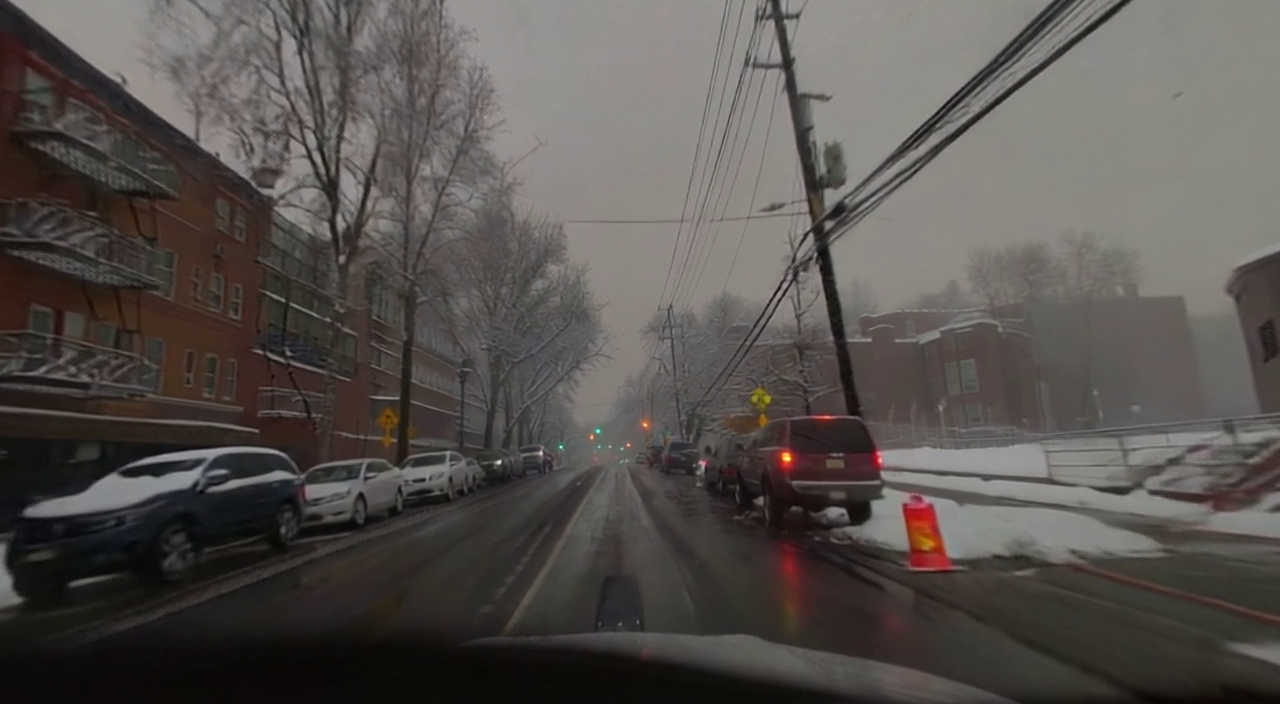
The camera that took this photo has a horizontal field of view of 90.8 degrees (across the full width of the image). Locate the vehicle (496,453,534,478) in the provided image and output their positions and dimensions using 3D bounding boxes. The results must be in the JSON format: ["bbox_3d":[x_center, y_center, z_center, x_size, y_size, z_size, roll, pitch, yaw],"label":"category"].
[{"bbox_3d":[-8.246,7.534,42.151,1.968,1.450,4.271,0,-9,-4],"label":"vehicle"}]

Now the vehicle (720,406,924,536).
[{"bbox_3d":[2.927,2.249,11.430,1.994,1.857,4.393,1,-14,-5],"label":"vehicle"}]

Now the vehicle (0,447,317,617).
[{"bbox_3d":[-6.330,2.159,8.601,1.996,1.695,4.127,0,-9,-6],"label":"vehicle"}]
